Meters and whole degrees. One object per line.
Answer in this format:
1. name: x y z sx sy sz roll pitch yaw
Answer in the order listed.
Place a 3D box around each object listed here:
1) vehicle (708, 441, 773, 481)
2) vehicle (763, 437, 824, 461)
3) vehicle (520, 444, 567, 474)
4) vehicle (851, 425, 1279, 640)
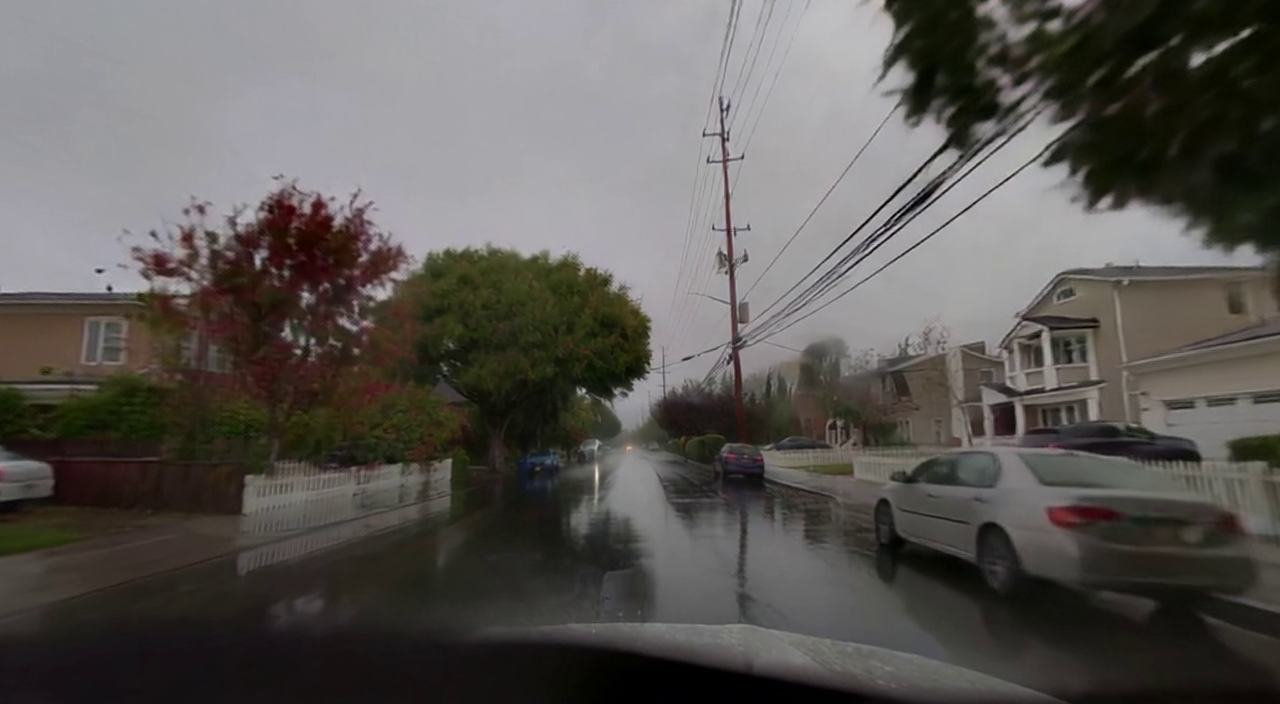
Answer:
1. vehicle: 4.211 4.650 27.162 2.020 1.558 3.925 1 -9 -2
2. vehicle: 11.477 7.299 47.325 4.293 1.657 1.961 -2 -12 15
3. vehicle: -5.748 6.428 38.296 1.954 1.551 5.128 -3 -8 1
4. vehicle: 4.217 1.654 6.987 1.936 1.464 5.141 1 -9 -1
